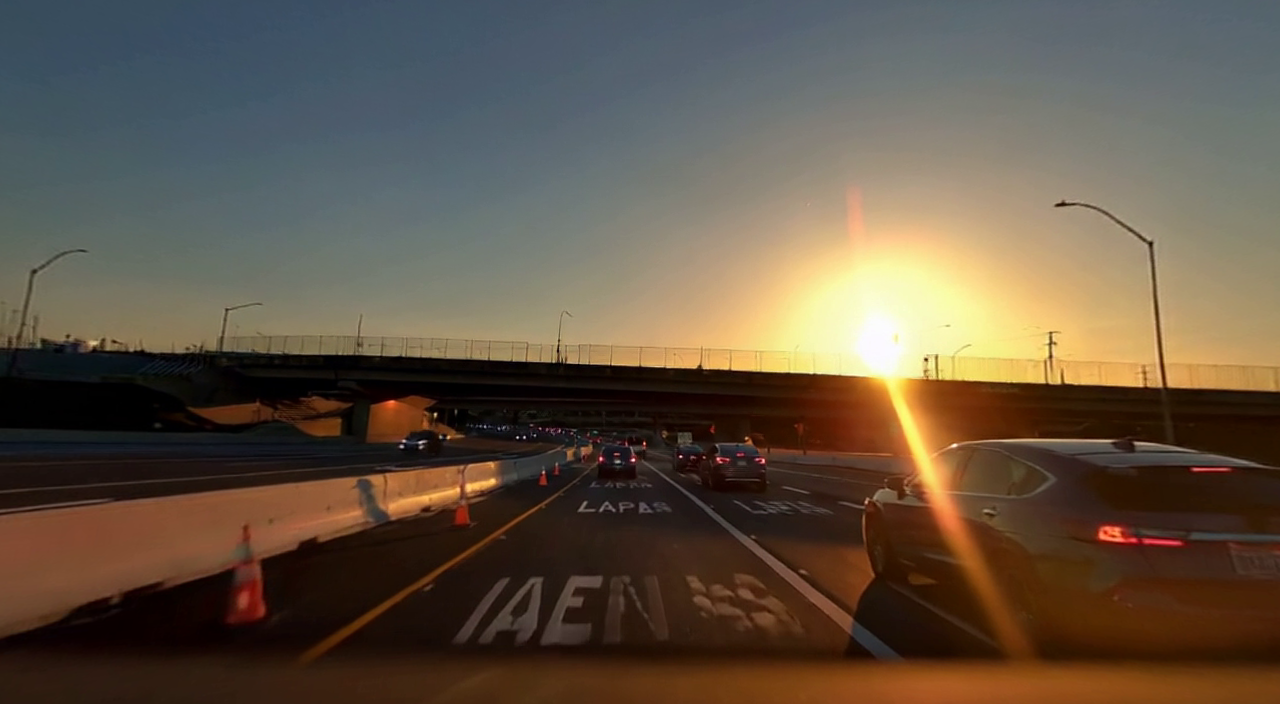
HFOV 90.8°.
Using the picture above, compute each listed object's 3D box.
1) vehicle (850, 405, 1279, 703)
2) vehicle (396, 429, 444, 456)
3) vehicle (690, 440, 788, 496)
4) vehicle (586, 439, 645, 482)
[{"bbox_3d":[3.169,1.219,4.213,1.996,1.455,4.281,0,-8,-1],"label":"vehicle"},{"bbox_3d":[-16.854,6.969,48.606,2.113,1.925,4.606,0,-8,-1],"label":"vehicle"},{"bbox_3d":[2.786,3.381,18.853,2.042,1.460,4.451,0,-8,-2],"label":"vehicle"},{"bbox_3d":[-0.873,4.103,24.126,2.069,1.470,4.004,0,-8,-1],"label":"vehicle"}]
